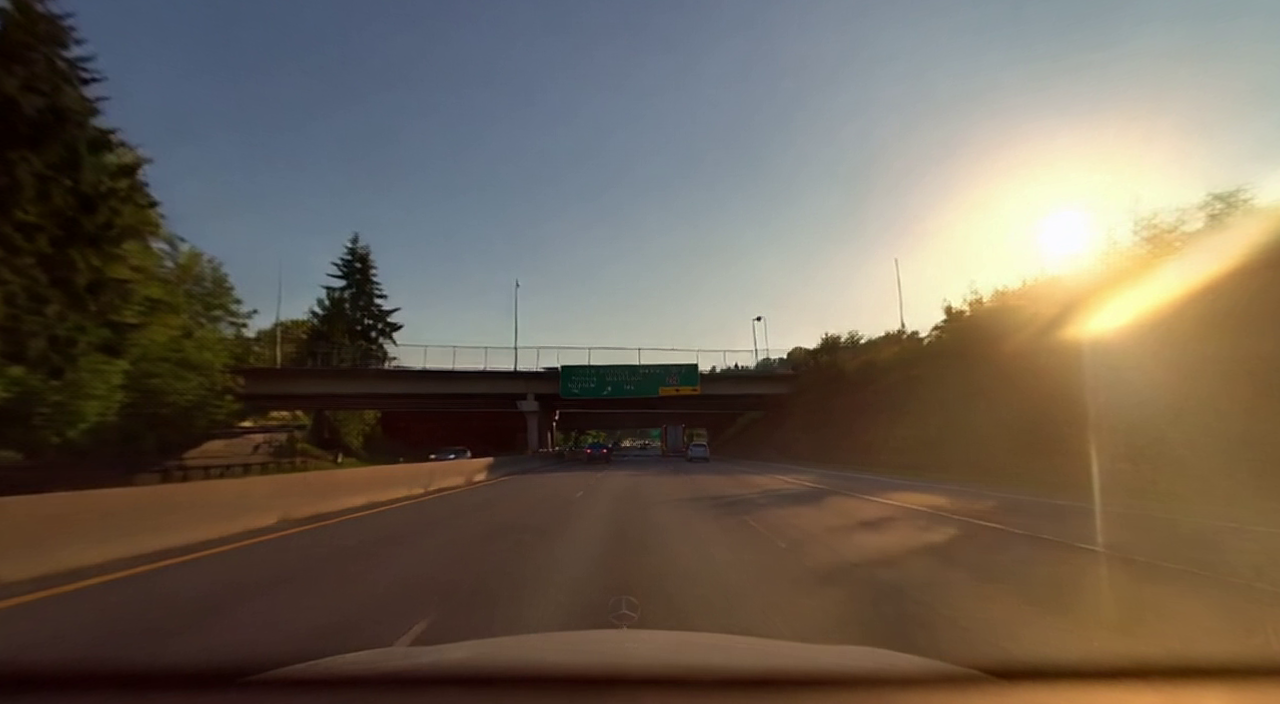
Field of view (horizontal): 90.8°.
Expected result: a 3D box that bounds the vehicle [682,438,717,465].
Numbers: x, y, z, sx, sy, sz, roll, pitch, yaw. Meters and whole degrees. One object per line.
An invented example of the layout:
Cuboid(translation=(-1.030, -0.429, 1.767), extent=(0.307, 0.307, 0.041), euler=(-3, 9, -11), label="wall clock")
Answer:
Cuboid(translation=(4.508, 7.610, 48.313), extent=(2.100, 1.889, 4.969), euler=(0, -9, -1), label="vehicle")

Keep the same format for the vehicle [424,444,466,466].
Cuboid(translation=(-15.330, 8.101, 49.792), extent=(1.948, 1.617, 4.249), euler=(0, -9, 0), label="vehicle")
